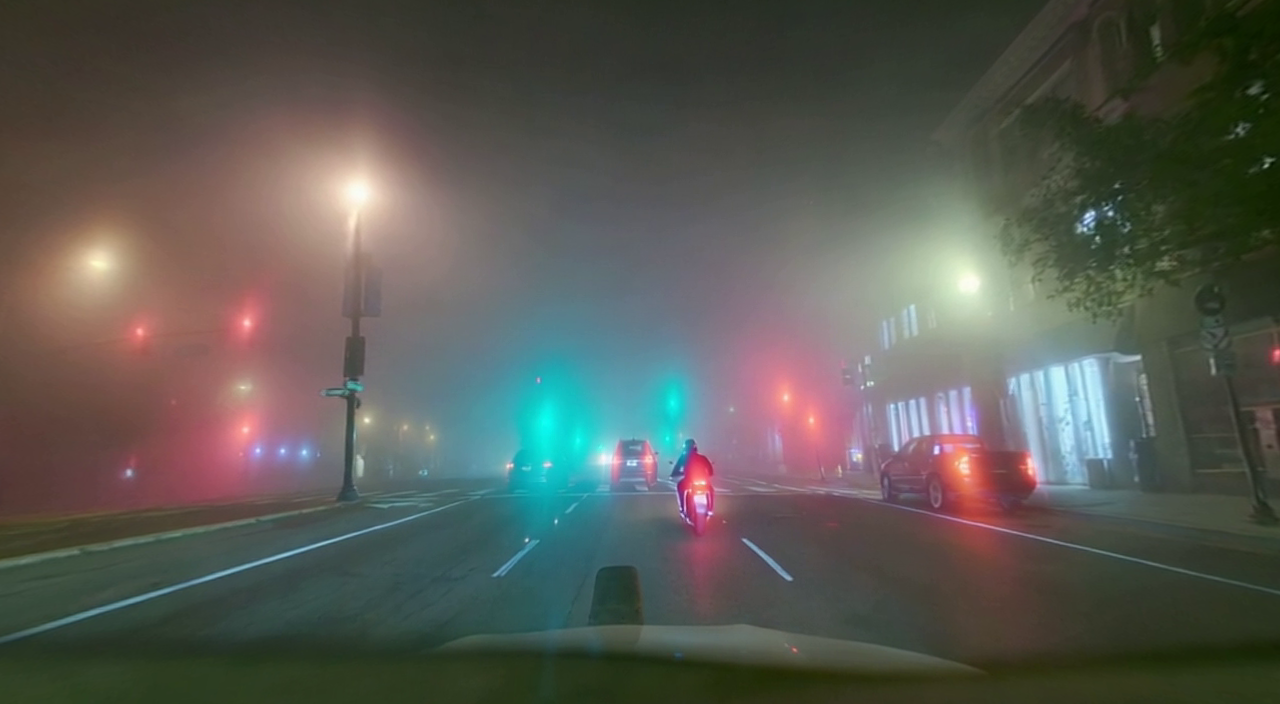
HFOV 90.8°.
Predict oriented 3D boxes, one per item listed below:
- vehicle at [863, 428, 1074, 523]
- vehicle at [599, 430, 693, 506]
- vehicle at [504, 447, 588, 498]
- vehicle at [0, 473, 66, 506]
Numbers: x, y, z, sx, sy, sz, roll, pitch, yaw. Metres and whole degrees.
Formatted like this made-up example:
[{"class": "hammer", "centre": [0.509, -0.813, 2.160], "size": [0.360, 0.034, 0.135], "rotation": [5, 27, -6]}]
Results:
[{"class": "vehicle", "centre": [7.161, 2.725, 14.600], "size": [2.018, 1.772, 4.968], "rotation": [0, -9, -2]}, {"class": "vehicle", "centre": [0.160, 3.081, 17.236], "size": [2.223, 1.775, 4.250], "rotation": [0, -8, 0]}, {"class": "vehicle", "centre": [-2.990, 3.938, 21.089], "size": [2.014, 1.470, 4.552], "rotation": [-1, -8, 1]}, {"class": "vehicle", "centre": [-39.795, 8.661, 39.901], "size": [4.961, 1.878, 1.967], "rotation": [0, -9, -2]}]
